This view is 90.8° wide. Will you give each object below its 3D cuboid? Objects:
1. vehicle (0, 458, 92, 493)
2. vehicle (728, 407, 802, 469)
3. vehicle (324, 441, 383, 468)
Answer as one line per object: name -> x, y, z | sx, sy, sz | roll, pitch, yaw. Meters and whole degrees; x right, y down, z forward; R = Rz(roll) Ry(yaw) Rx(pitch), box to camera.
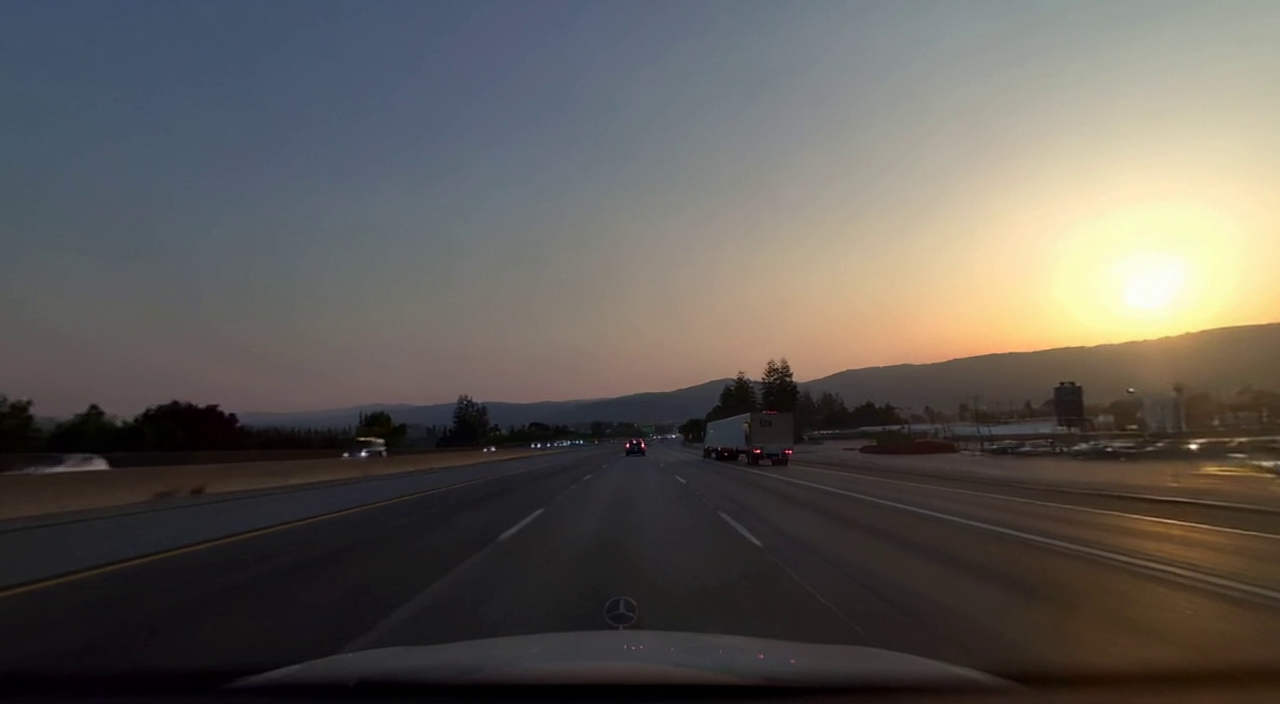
vehicle -> -29.591, 5.917, 30.582 | 1.814, 1.455, 4.645 | 0, -8, 1
vehicle -> 7.094, 5.072, 37.003 | 2.793, 3.204, 7.997 | 0, -8, 1
vehicle -> -22.392, 7.994, 49.568 | 2.071, 2.009, 5.318 | 0, -8, 0
